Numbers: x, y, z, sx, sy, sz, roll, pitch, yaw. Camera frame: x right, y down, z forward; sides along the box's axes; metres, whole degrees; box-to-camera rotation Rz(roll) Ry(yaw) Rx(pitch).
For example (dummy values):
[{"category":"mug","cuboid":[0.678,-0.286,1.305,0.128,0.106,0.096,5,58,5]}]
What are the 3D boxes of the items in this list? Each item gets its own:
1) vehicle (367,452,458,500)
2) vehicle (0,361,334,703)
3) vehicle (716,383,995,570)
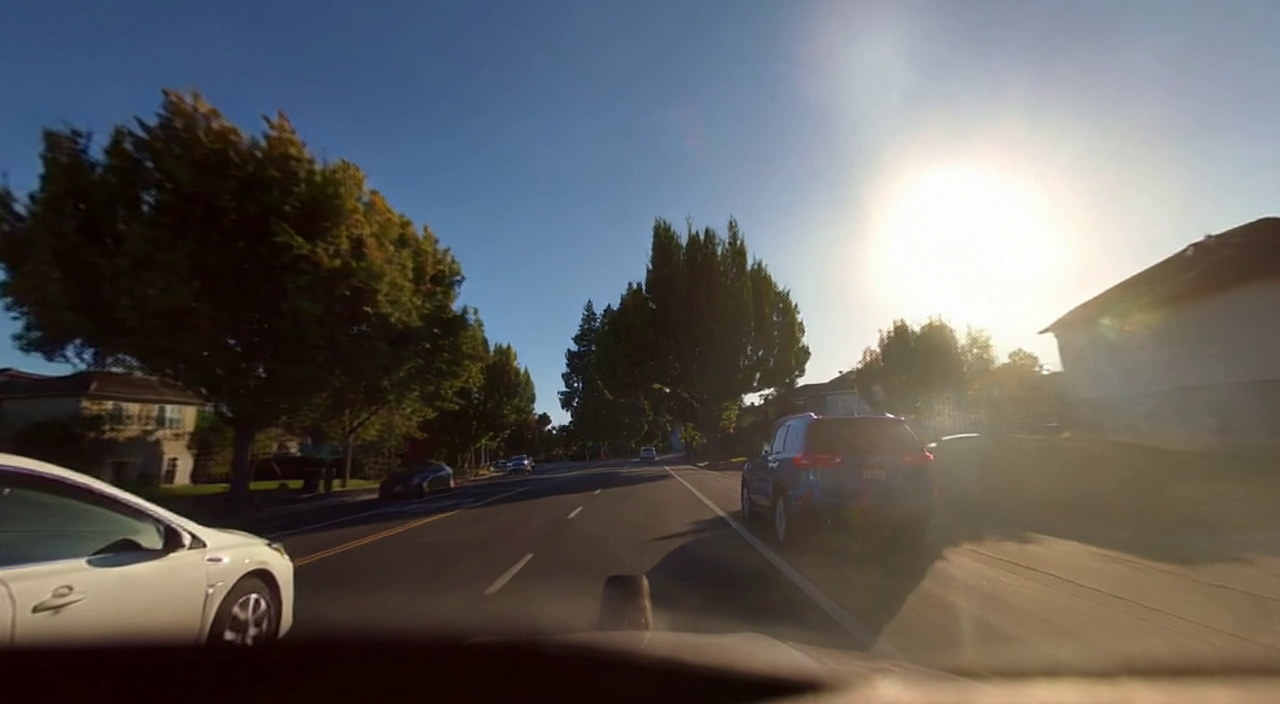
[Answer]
[{"category":"vehicle","cuboid":[-8.822,4.828,24.859,1.970,1.651,4.272,0,-9,0]},{"category":"vehicle","cuboid":[-3.211,0.868,2.107,2.058,1.659,4.514,0,-9,1]},{"category":"vehicle","cuboid":[2.735,1.797,9.885,2.338,2.063,5.592,0,-9,0]}]
